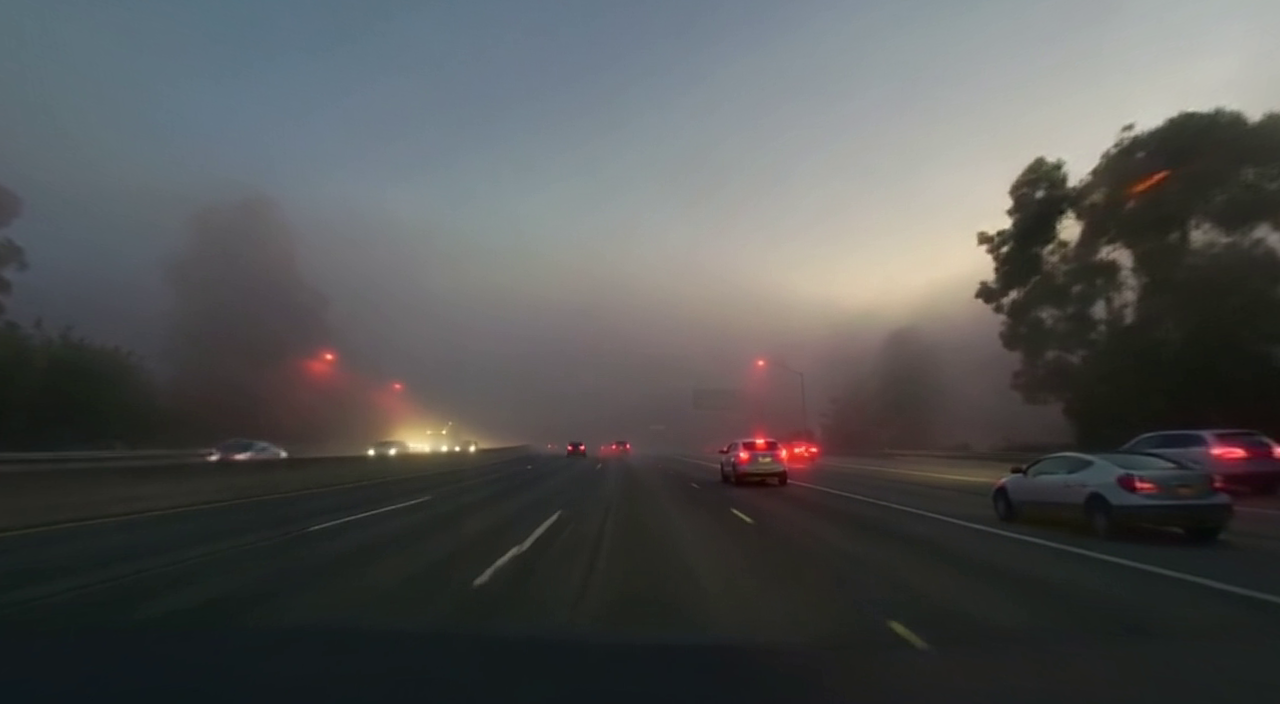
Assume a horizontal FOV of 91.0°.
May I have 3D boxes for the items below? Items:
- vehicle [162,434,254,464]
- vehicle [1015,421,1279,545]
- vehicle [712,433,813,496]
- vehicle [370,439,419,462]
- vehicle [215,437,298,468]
[{"bbox_3d":[-28.290,6.374,41.536,2.163,1.813,5.608,0,-9,-2],"label":"vehicle"},{"bbox_3d":[8.886,2.100,10.777,1.909,1.634,4.739,0,-9,-1],"label":"vehicle"},{"bbox_3d":[3.289,3.126,17.730,1.975,1.562,3.823,0,-9,-1],"label":"vehicle"},{"bbox_3d":[-17.842,7.185,45.962,1.921,1.515,4.417,0,-9,-2],"label":"vehicle"},{"bbox_3d":[-21.310,5.602,35.200,1.970,1.632,4.332,0,-9,-2],"label":"vehicle"}]
